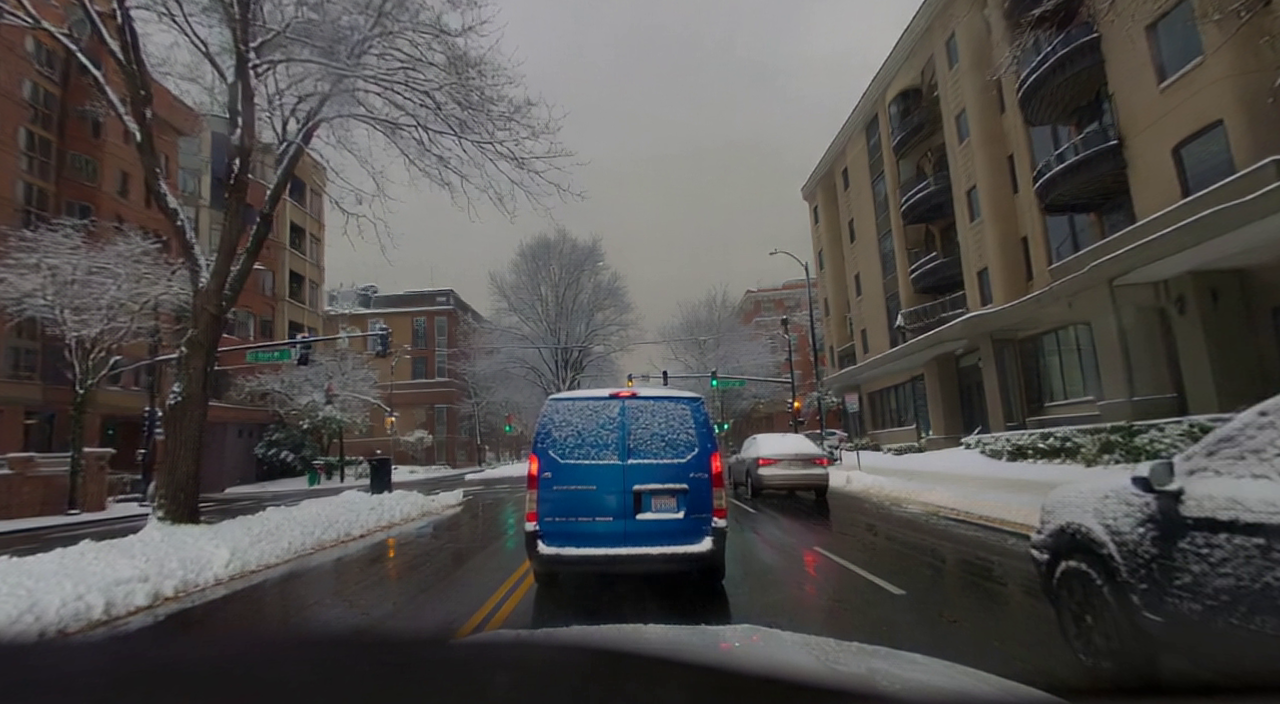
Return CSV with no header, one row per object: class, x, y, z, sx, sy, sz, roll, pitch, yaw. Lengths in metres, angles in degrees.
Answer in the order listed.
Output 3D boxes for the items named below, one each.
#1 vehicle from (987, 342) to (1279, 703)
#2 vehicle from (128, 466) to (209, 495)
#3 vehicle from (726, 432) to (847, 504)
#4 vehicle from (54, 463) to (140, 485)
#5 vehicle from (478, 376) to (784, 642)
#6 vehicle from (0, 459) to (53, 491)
vehicle,3.805,0.855,2.785,2.157,1.748,4.130,0,-9,0
vehicle,-33.250,9.073,44.509,4.292,1.492,1.772,-6,-14,-1
vehicle,3.799,3.111,17.334,2.061,1.676,4.734,0,-9,-2
vehicle,-38.382,8.626,44.636,4.396,1.458,1.809,-1,-9,2
vehicle,-0.049,1.406,6.583,2.101,1.828,4.270,0,-9,0
vehicle,-35.492,6.848,35.177,3.843,1.680,1.782,-1,-9,7
